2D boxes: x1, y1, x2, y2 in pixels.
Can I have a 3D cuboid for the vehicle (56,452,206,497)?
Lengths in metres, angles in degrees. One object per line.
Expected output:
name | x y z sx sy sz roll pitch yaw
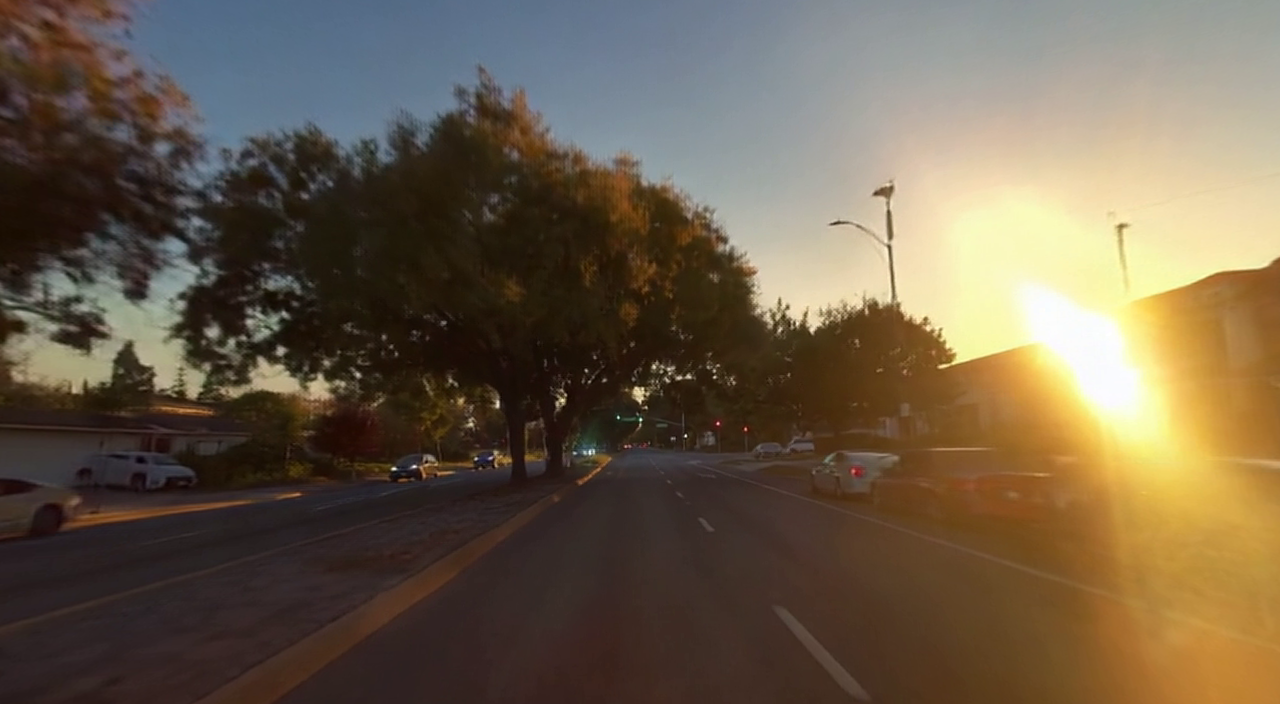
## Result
vehicle | -20.853 4.999 26.037 4.417 1.754 1.946 0 -9 -1

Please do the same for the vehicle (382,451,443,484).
vehicle | -13.005 6.619 36.418 1.916 1.754 4.337 0 -9 -1

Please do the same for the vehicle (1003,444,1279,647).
vehicle | 5.582 1.587 5.757 1.875 1.466 4.355 0 -9 -1
